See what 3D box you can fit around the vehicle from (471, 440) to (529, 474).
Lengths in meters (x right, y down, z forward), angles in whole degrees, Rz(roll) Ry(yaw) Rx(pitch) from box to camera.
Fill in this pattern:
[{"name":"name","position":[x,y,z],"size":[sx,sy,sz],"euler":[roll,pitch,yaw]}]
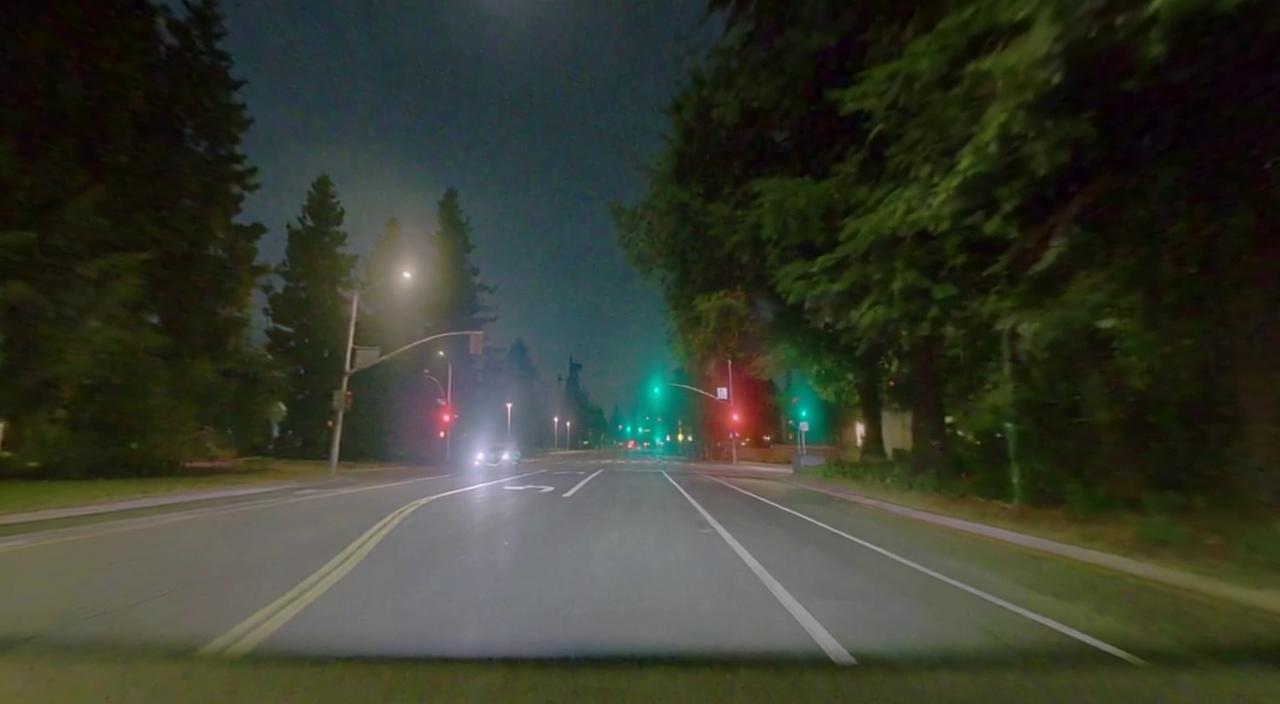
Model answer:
[{"name":"vehicle","position":[-7.561,5.695,34.485],"size":[2.091,1.727,4.413],"euler":[0,-8,1]}]
